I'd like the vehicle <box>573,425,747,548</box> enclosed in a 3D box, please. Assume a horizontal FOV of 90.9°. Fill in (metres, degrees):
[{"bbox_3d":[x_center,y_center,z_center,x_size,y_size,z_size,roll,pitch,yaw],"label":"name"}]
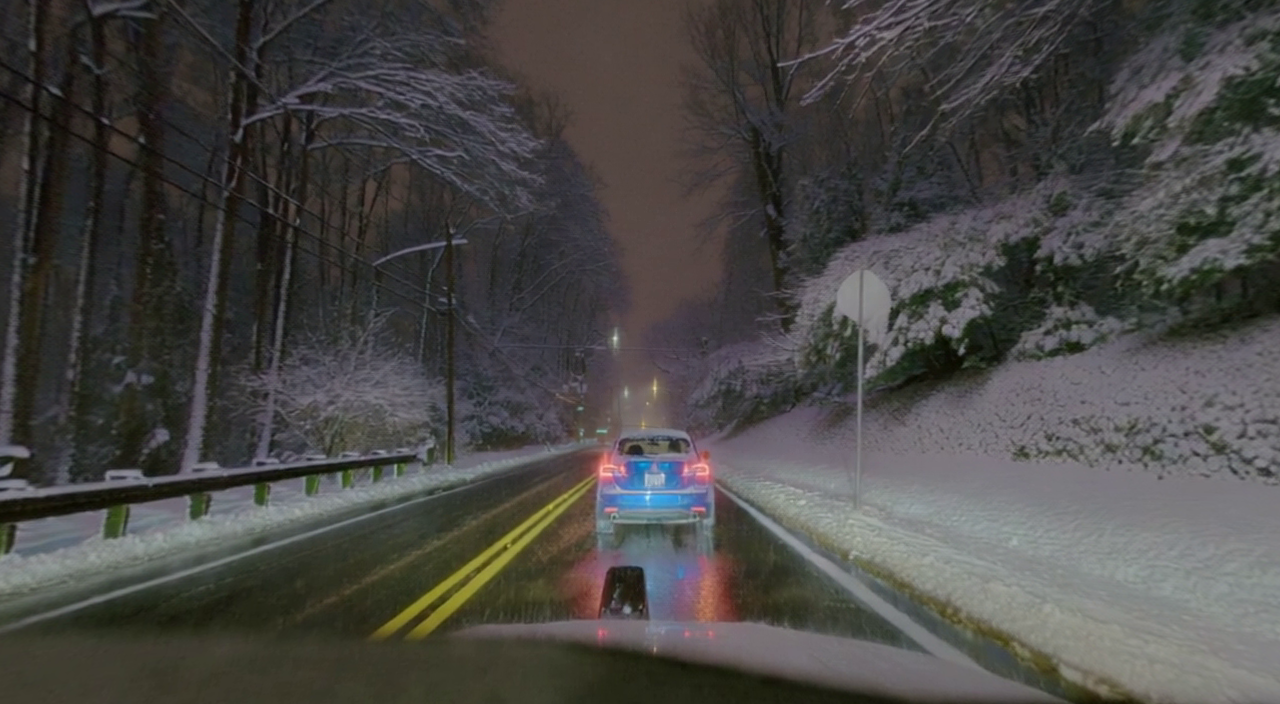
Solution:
[{"bbox_3d":[0.272,1.978,9.862,2.187,1.533,3.726,0,-8,1],"label":"vehicle"}]
